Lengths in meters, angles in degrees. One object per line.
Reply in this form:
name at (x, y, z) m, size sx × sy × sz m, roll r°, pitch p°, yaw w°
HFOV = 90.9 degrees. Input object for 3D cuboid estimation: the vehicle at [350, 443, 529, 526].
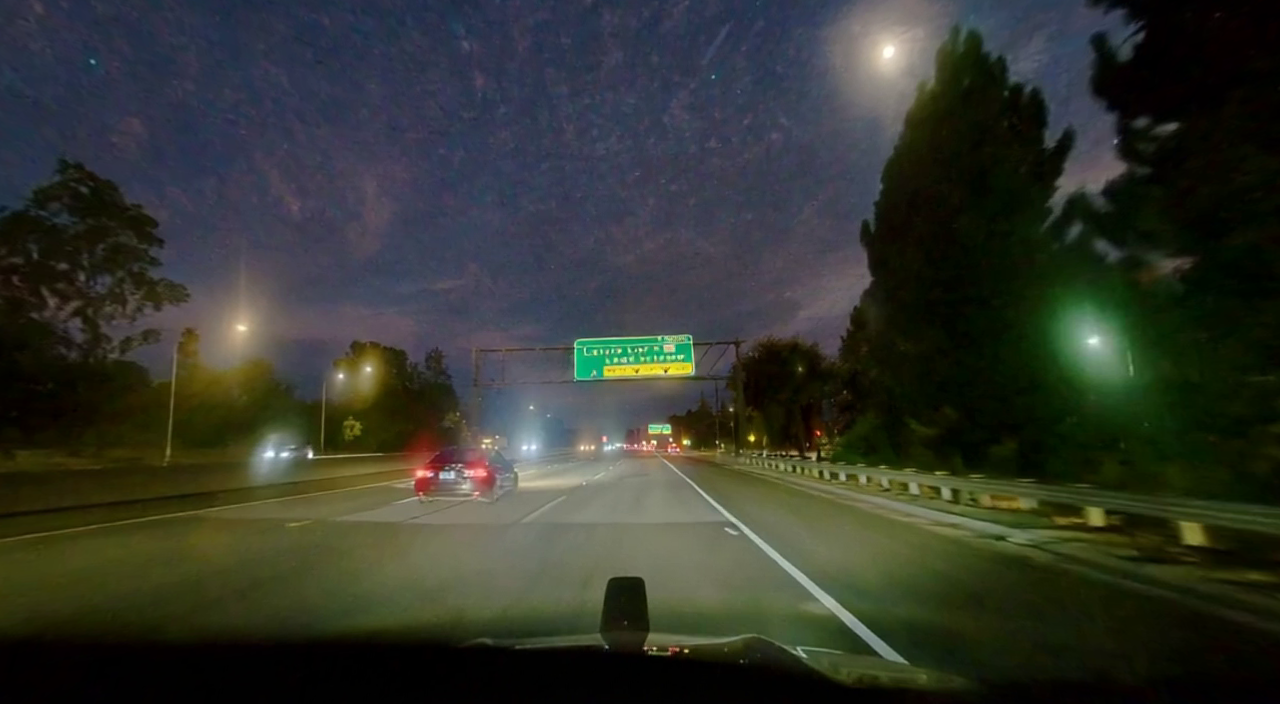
vehicle at (-3.778, 2.581, 12.902) m, size 2.048 × 1.368 × 4.613 m, roll 0°, pitch -9°, yaw 2°
